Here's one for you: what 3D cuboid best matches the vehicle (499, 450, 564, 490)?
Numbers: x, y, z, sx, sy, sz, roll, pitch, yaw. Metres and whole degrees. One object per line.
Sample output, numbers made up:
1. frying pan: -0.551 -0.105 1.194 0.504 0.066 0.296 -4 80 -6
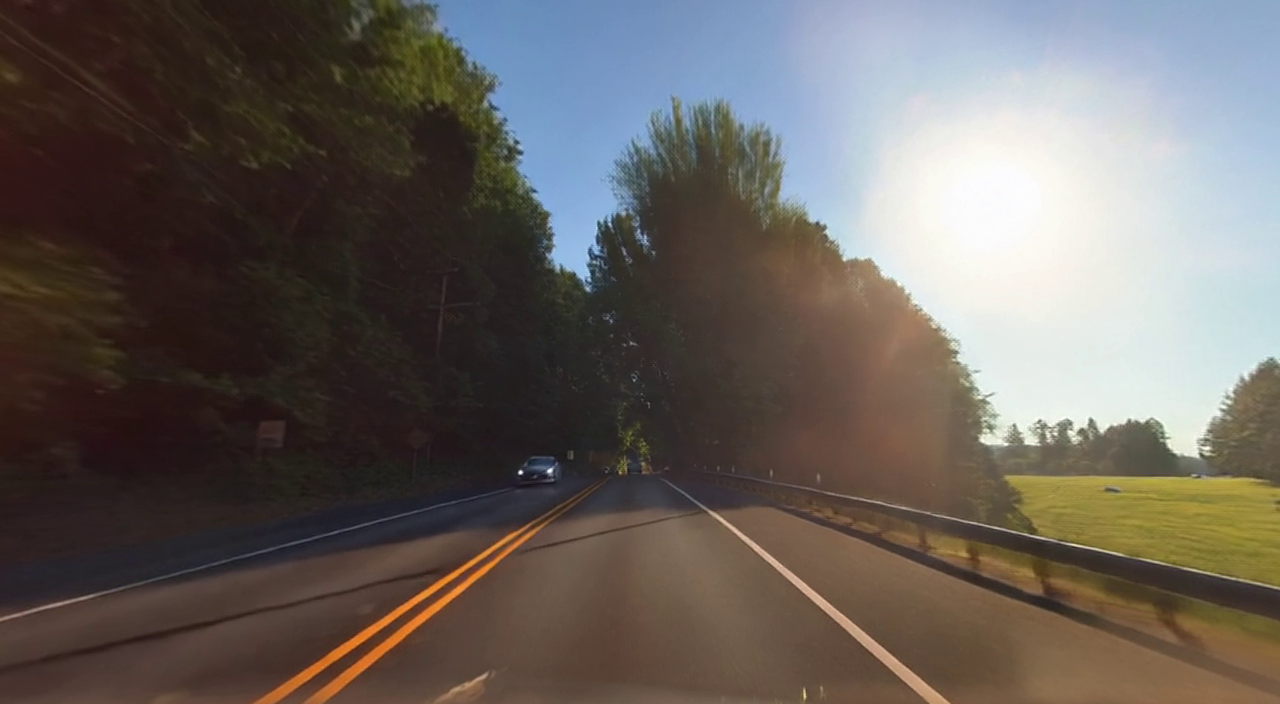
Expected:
1. vehicle: -4.678 5.158 27.983 2.080 1.512 4.450 -1 -8 0
